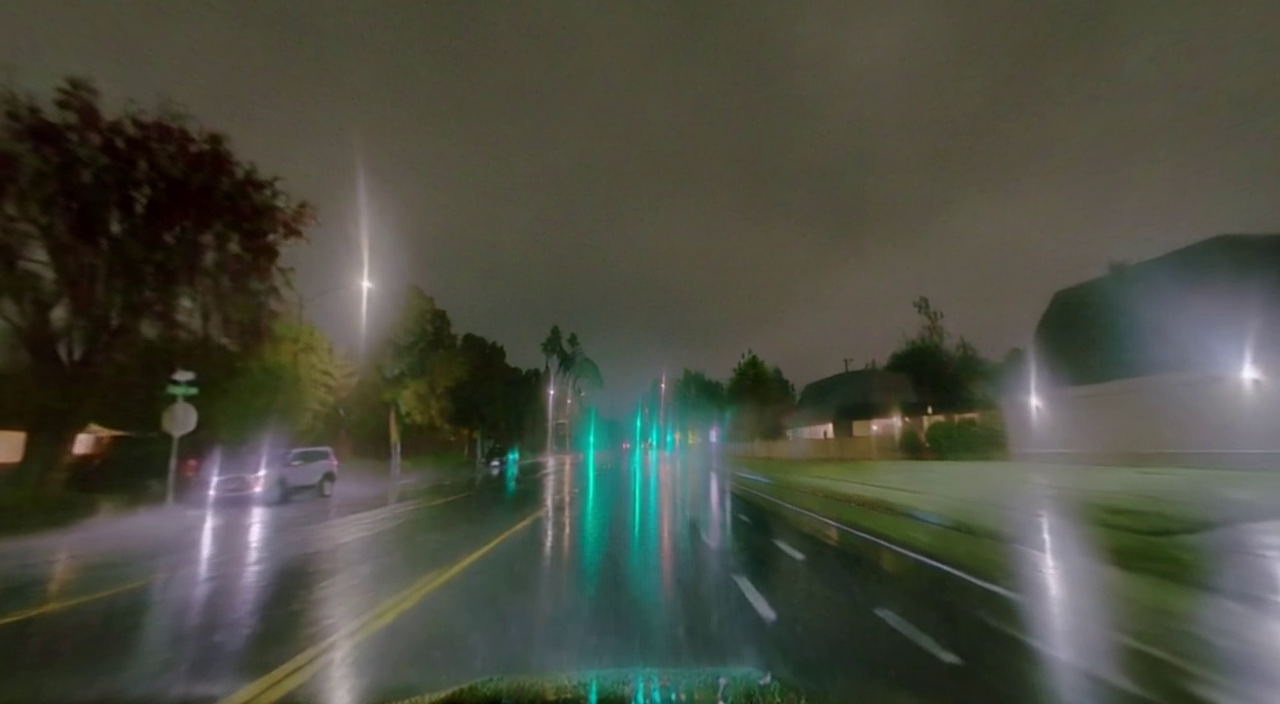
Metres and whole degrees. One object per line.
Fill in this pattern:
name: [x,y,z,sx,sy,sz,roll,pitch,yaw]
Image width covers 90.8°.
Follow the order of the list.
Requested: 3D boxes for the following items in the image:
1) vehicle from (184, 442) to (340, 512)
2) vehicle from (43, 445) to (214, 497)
vehicle: [-11.804,3.923,20.256,2.062,1.821,4.880,-3,-10,-1]
vehicle: [-19.370,4.496,24.100,4.668,1.824,1.999,0,-9,-1]
